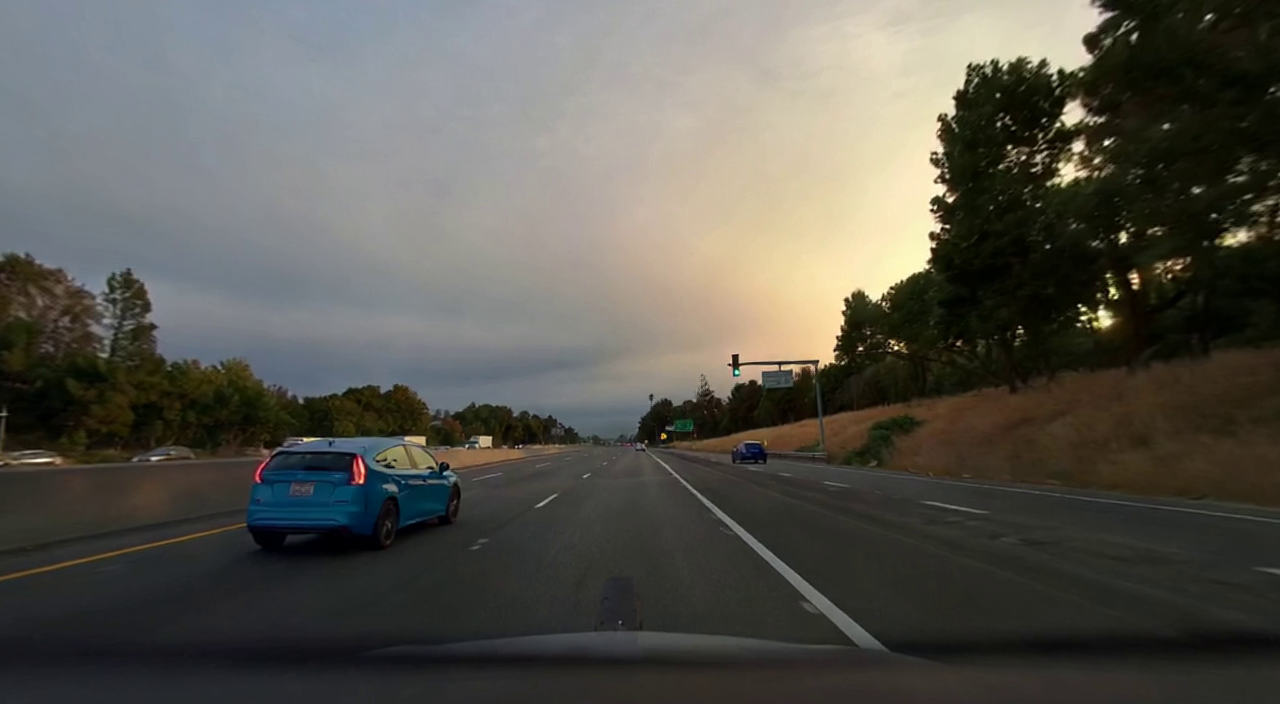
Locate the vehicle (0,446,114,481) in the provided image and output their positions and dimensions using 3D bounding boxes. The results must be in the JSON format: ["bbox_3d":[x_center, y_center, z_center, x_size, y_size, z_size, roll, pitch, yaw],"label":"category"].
[{"bbox_3d":[-32.671,6.173,35.174,1.982,1.783,5.261,0,-9,-1],"label":"vehicle"}]

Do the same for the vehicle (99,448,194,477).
[{"bbox_3d":[-28.813,6.424,36.937,1.872,1.599,4.463,0,-9,1],"label":"vehicle"}]

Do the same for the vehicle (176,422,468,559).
[{"bbox_3d":[-4.190,1.895,9.354,1.987,1.516,4.478,0,-9,0],"label":"vehicle"}]

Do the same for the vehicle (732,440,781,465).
[{"bbox_3d":[7.368,6.423,40.281,2.049,1.481,4.774,0,-9,-2],"label":"vehicle"}]
